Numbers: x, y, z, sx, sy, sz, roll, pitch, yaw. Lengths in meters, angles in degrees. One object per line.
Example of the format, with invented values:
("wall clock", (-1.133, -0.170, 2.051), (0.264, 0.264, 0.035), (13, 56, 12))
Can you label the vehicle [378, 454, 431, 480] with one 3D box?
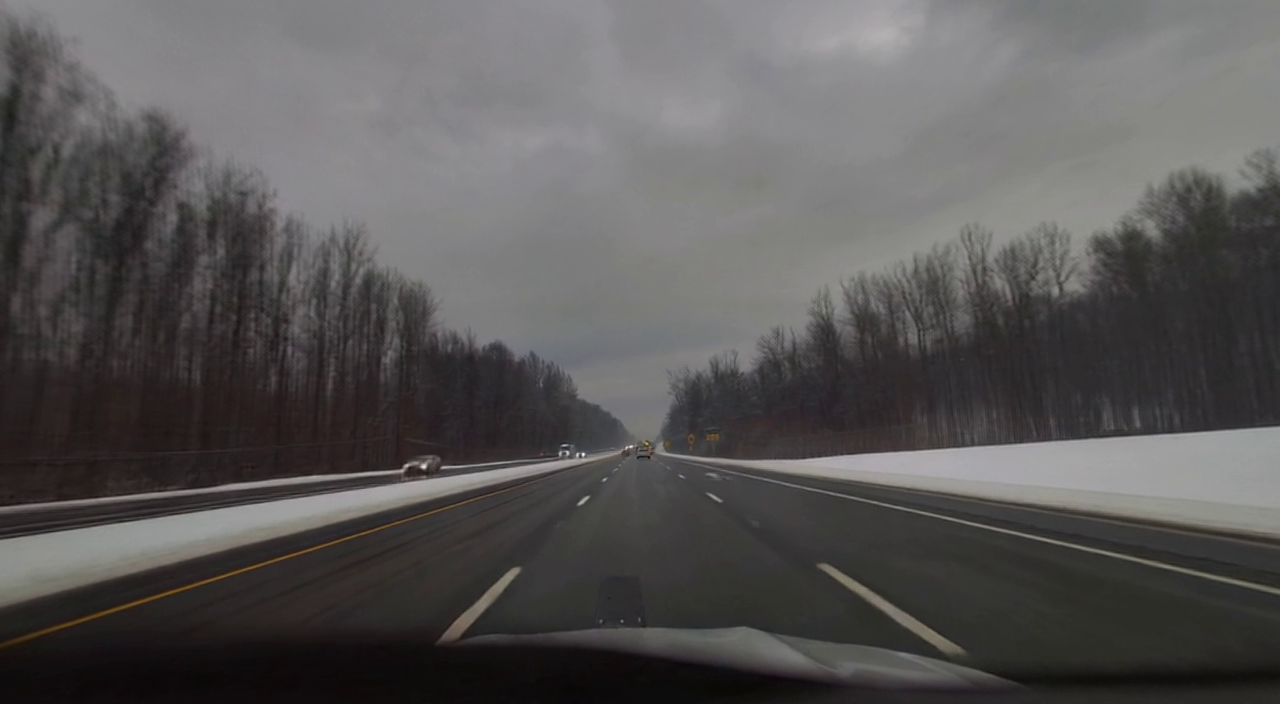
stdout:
("vehicle", (-16.281, 7.948, 43.852), (1.904, 1.611, 4.377), (0, -9, 1))
